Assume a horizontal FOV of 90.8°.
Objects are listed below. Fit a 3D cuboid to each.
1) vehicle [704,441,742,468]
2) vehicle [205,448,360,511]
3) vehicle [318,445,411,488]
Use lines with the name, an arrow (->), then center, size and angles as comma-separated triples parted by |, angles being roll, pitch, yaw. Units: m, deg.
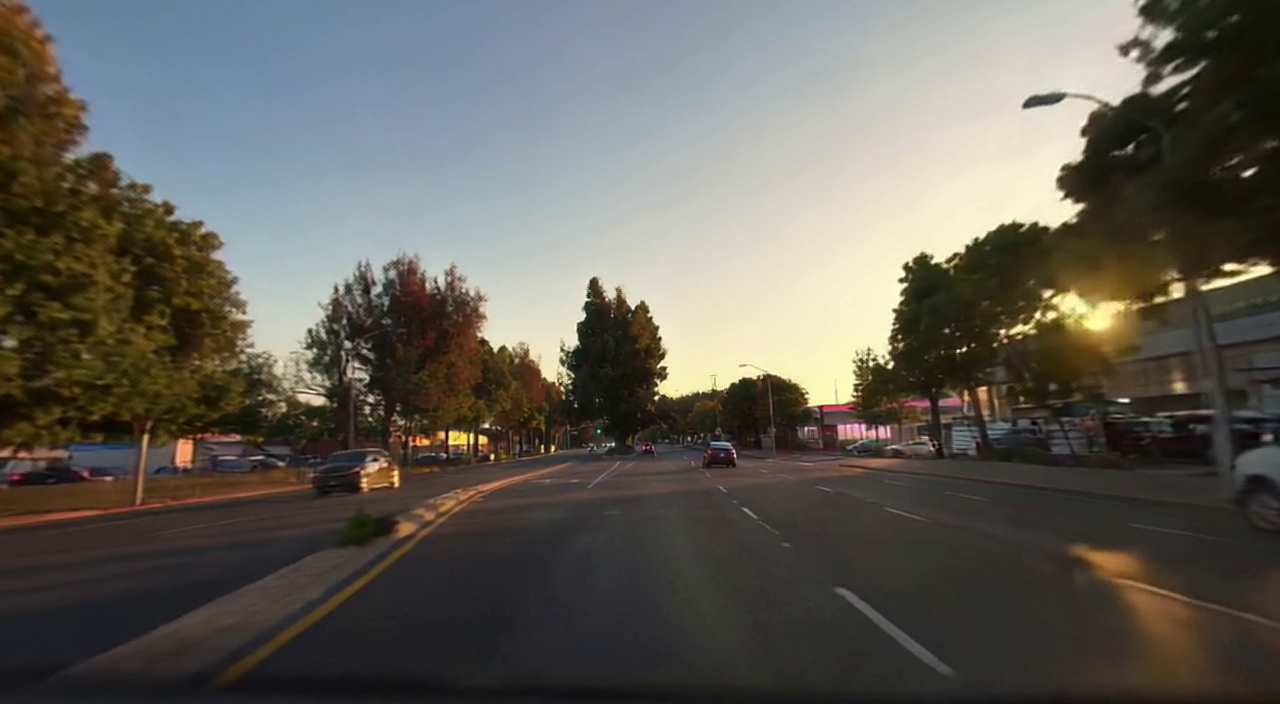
vehicle -> 5.267, 6.585, 40.766 | 1.957, 1.643, 4.226 | 0, -9, 1
vehicle -> -10.459, 3.724, 18.997 | 1.994, 1.657, 4.510 | 0, -9, 0
vehicle -> -13.679, 5.688, 31.833 | 2.225, 1.961, 5.380 | 0, -9, 0
